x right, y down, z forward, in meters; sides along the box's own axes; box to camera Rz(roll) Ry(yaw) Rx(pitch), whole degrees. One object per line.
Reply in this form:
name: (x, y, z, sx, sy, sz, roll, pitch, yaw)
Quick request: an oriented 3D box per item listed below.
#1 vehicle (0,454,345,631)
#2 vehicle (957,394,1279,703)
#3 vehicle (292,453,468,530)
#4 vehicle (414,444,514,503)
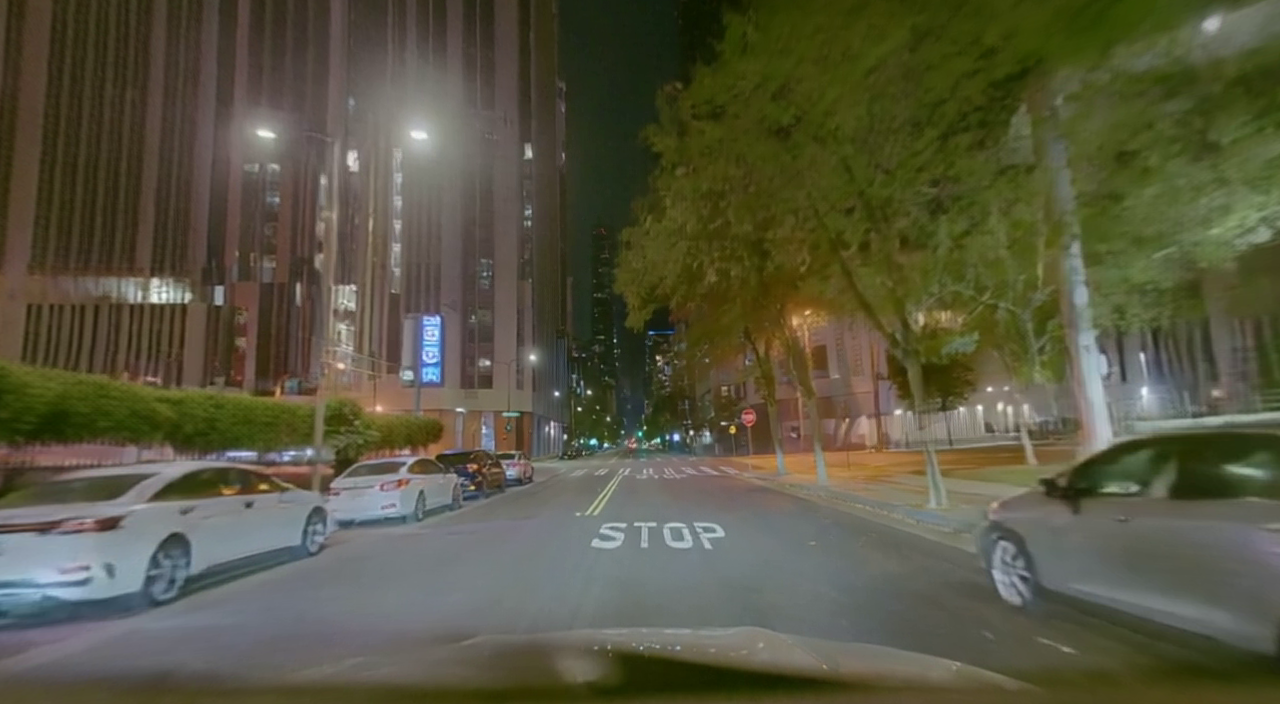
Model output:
vehicle: (-5.585, 2.034, 7.762, 1.834, 1.463, 4.337, 0, -8, -1)
vehicle: (3.735, 1.017, 3.104, 1.978, 1.554, 4.192, 0, -8, -3)
vehicle: (-5.682, 3.079, 14.560, 2.131, 1.407, 4.547, 0, -8, 0)
vehicle: (-5.440, 3.784, 20.175, 1.901, 1.631, 4.570, 0, -8, 0)
